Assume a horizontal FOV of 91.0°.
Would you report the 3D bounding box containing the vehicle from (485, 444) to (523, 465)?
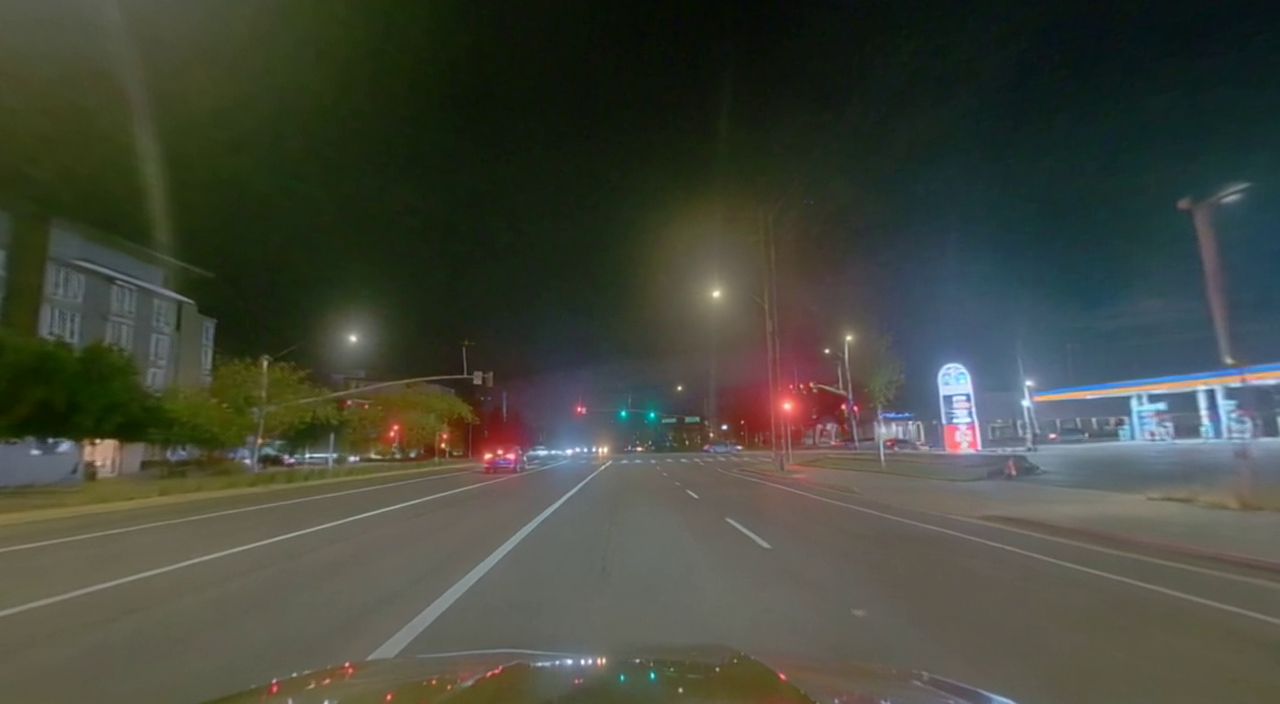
[{"bbox_3d":[-10.379,7.842,48.387,1.899,1.460,4.880,0,-8,0],"label":"vehicle"}]
